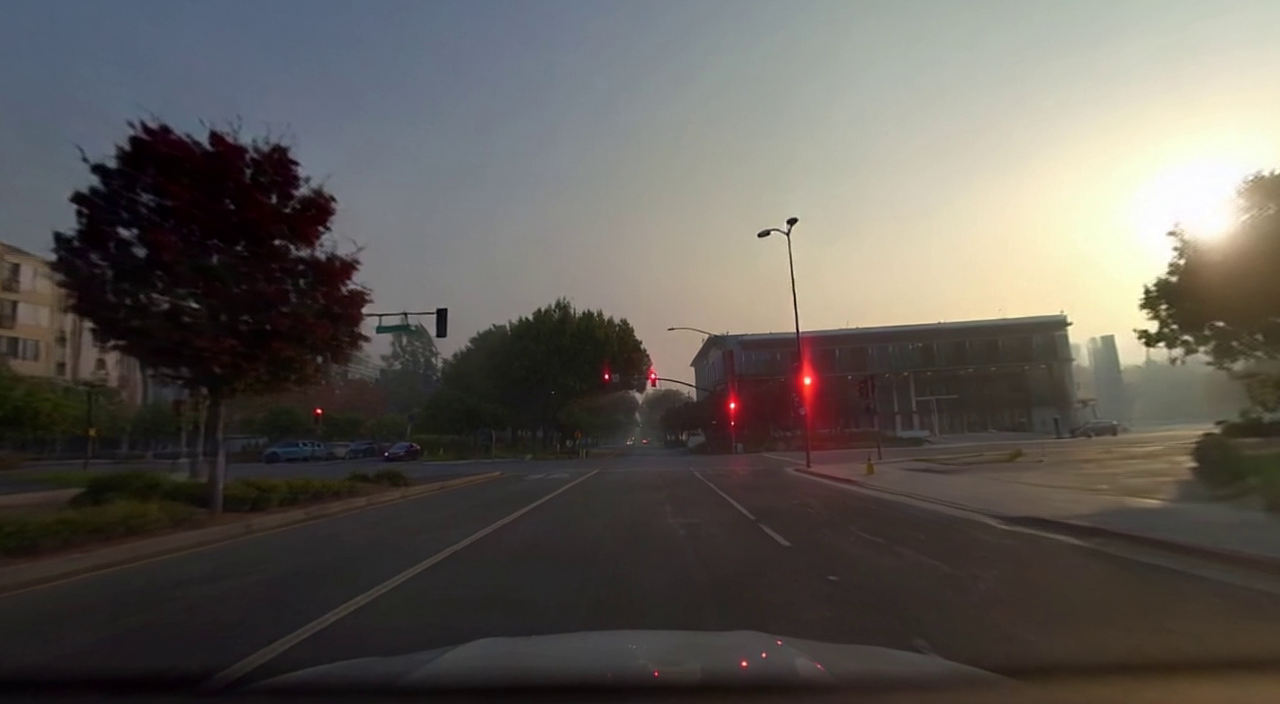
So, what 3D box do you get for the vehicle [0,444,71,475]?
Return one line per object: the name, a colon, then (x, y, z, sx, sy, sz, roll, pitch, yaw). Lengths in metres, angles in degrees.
vehicle: (-32.144, 5.433, 32.063, 1.852, 1.485, 4.683, 0, -9, 1)
